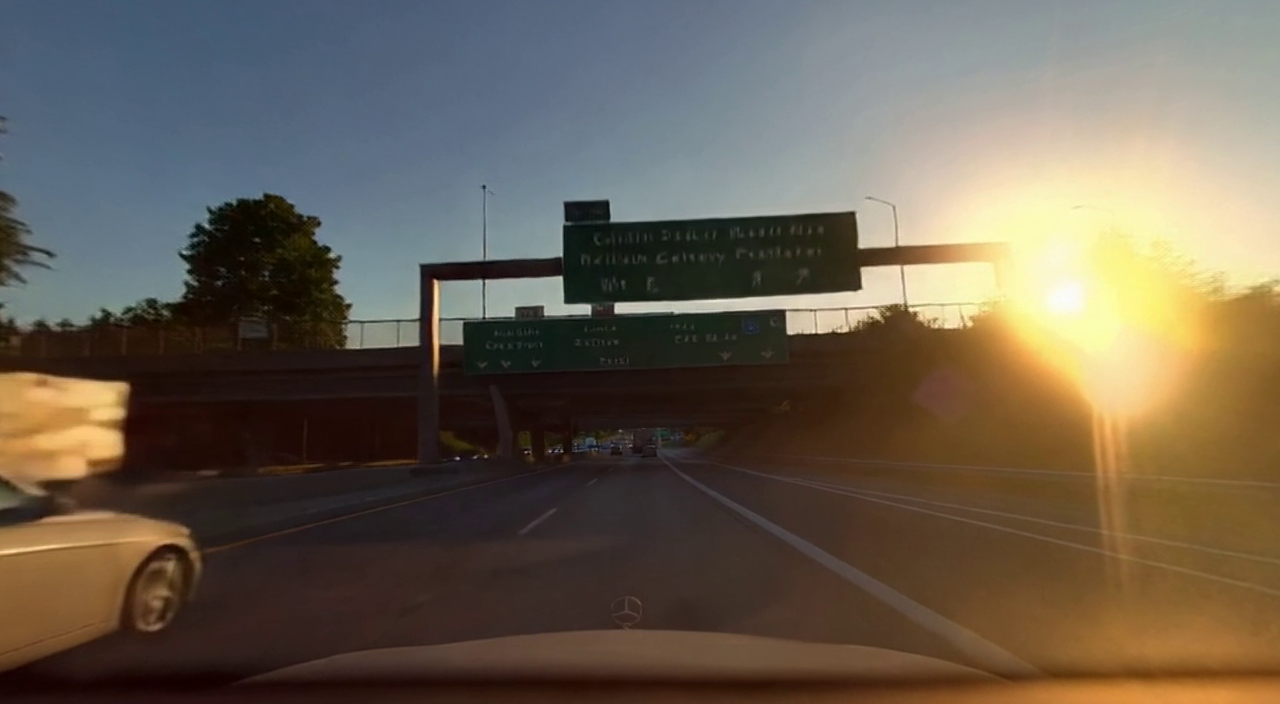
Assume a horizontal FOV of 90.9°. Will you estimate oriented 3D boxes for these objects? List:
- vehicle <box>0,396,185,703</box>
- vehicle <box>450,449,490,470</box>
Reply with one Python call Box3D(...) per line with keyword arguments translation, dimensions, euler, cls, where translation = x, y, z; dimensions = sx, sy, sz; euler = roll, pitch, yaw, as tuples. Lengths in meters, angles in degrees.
Box3D(translation=(-4.144, 0.865, 2.223), dimensions=(1.936, 1.545, 4.116), euler=(0, -9, 1), cls="vehicle")
Box3D(translation=(-12.215, 7.698, 45.398), dimensions=(1.778, 1.450, 3.841), euler=(0, -9, 1), cls="vehicle")
